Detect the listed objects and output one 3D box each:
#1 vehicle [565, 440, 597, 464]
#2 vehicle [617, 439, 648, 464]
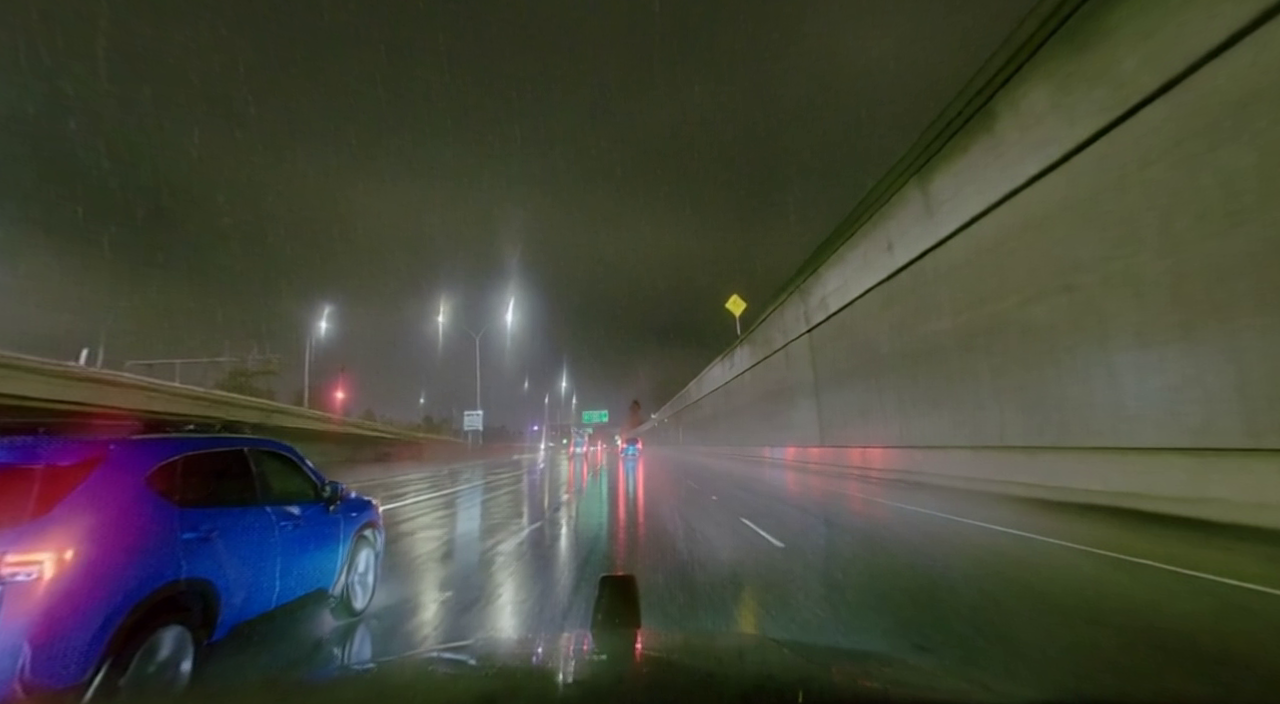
[{"bbox_3d":[-4.361,7.449,47.131,2.000,1.646,4.201,0,-8,-1],"label":"vehicle"},{"bbox_3d":[-0.589,7.141,45.481,2.132,1.657,3.967,0,-8,-2],"label":"vehicle"}]
